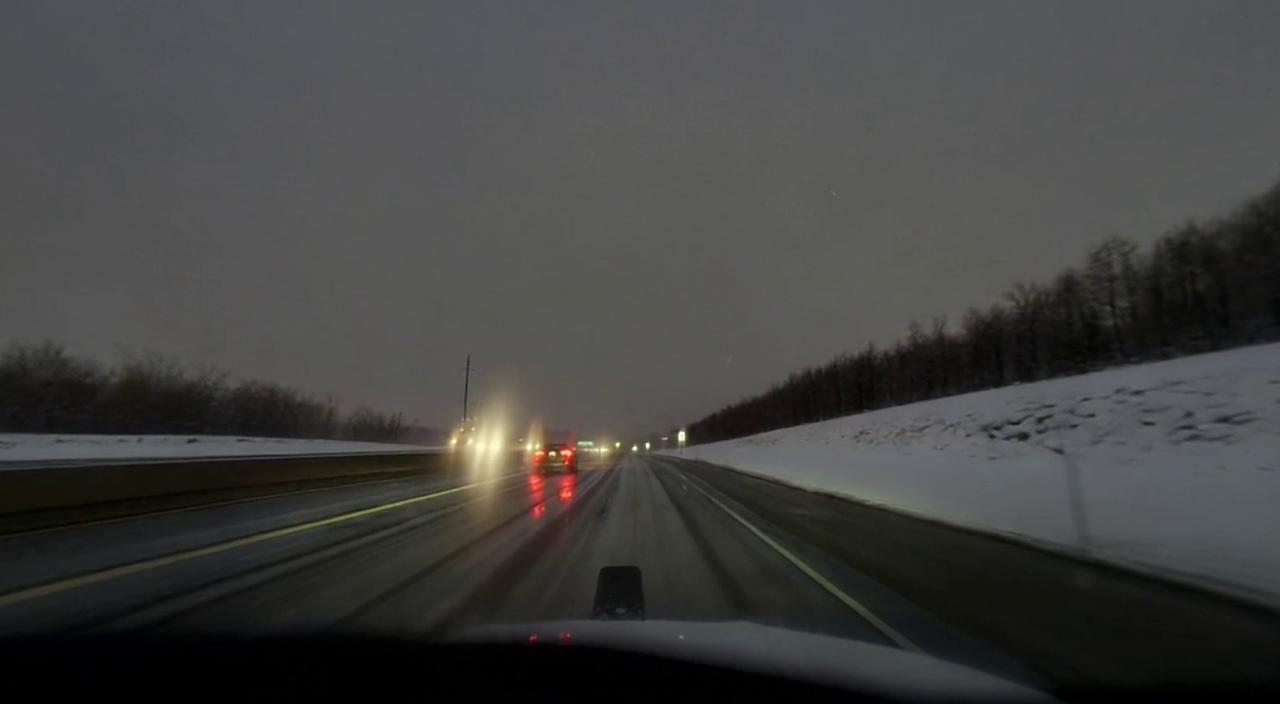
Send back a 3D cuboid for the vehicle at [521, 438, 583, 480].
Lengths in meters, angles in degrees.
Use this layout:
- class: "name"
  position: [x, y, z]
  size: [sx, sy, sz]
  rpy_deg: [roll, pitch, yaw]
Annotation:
- class: "vehicle"
  position: [-3.879, 4.814, 28.553]
  size: [2.133, 1.683, 4.340]
  rpy_deg: [1, -9, 0]
